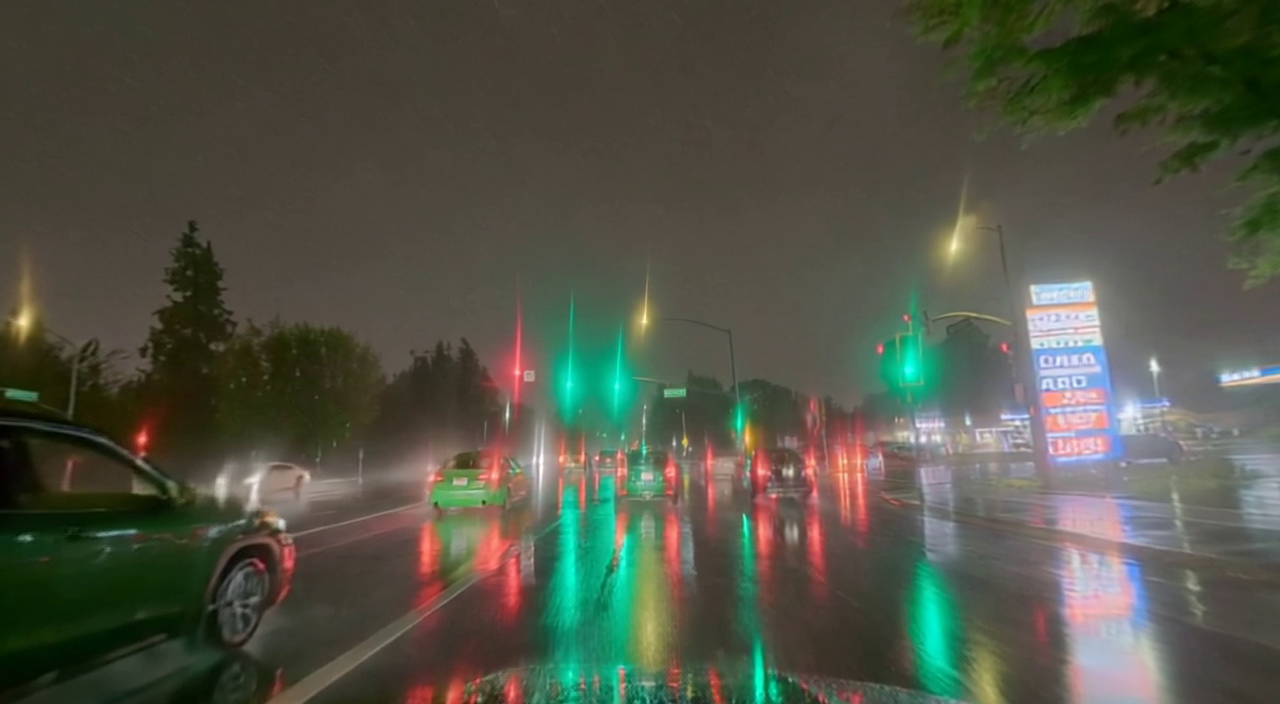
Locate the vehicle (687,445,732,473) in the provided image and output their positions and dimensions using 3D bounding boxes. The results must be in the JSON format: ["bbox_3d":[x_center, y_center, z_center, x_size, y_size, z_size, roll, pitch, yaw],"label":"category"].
[{"bbox_3d":[3.833,5.974,35.473,1.942,1.482,4.623,0,-9,-1],"label":"vehicle"}]

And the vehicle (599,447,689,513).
[{"bbox_3d":[0.061,3.142,16.020,1.994,1.433,3.894,0,-9,-1],"label":"vehicle"}]

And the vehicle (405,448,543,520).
[{"bbox_3d":[-3.732,3.038,15.137,1.995,1.436,4.500,0,-9,2],"label":"vehicle"}]

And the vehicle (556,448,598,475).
[{"bbox_3d":[-3.645,6.465,37.438,1.896,1.501,4.390,0,-9,2],"label":"vehicle"}]

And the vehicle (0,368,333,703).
[{"bbox_3d":[-3.661,0.970,2.919,2.023,1.687,4.874,0,-9,0],"label":"vehicle"}]

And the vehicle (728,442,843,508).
[{"bbox_3d":[3.664,3.172,16.779,1.920,1.479,4.548,0,-9,-1],"label":"vehicle"}]
